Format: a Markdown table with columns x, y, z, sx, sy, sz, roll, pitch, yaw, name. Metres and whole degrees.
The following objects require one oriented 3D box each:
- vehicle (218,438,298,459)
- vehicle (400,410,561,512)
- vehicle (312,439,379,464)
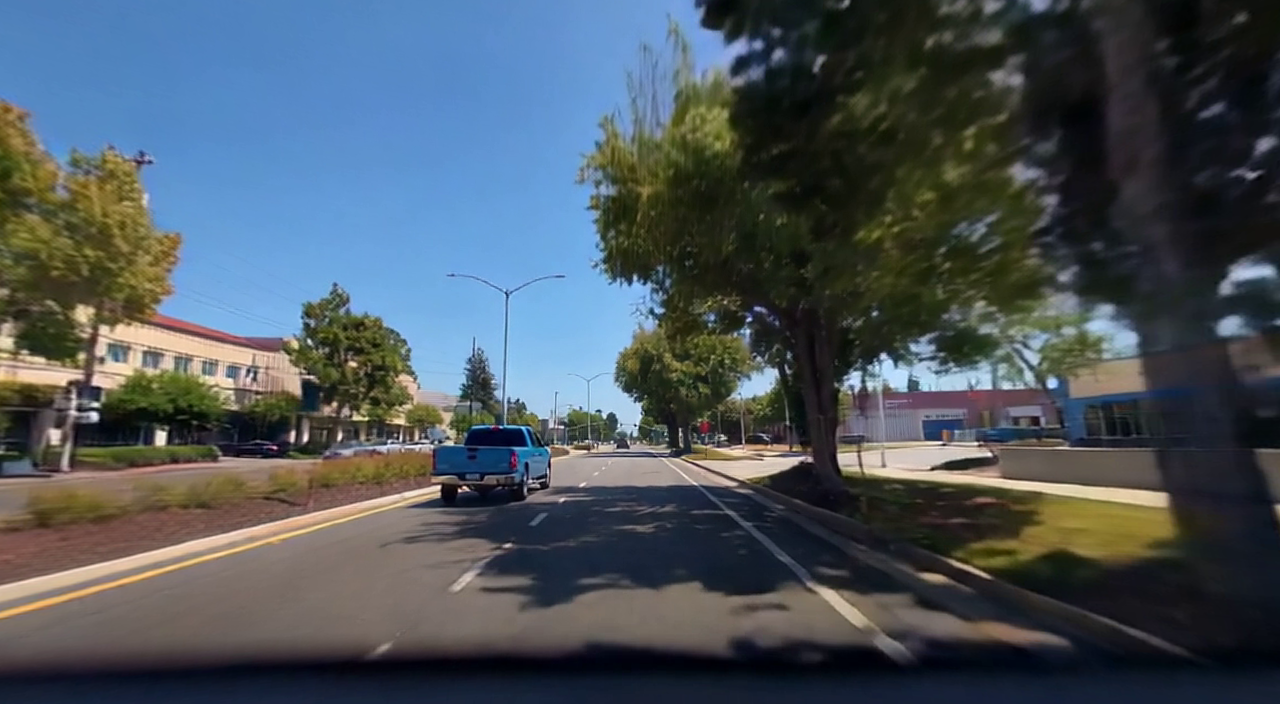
| x | y | z | sx | sy | sz | roll | pitch | yaw | name |
| --- | --- | --- | --- | --- | --- | --- | --- | --- | --- |
| -28.617 | 7.238 | 47.213 | 4.702 | 1.485 | 2.024 | 0 | -8 | 2 | vehicle |
| -3.157 | 2.292 | 13.868 | 2.065 | 1.790 | 5.417 | 0 | -8 | 1 | vehicle |
| -18.475 | 6.255 | 39.740 | 1.854 | 1.472 | 4.854 | 0 | -8 | 1 | vehicle |
